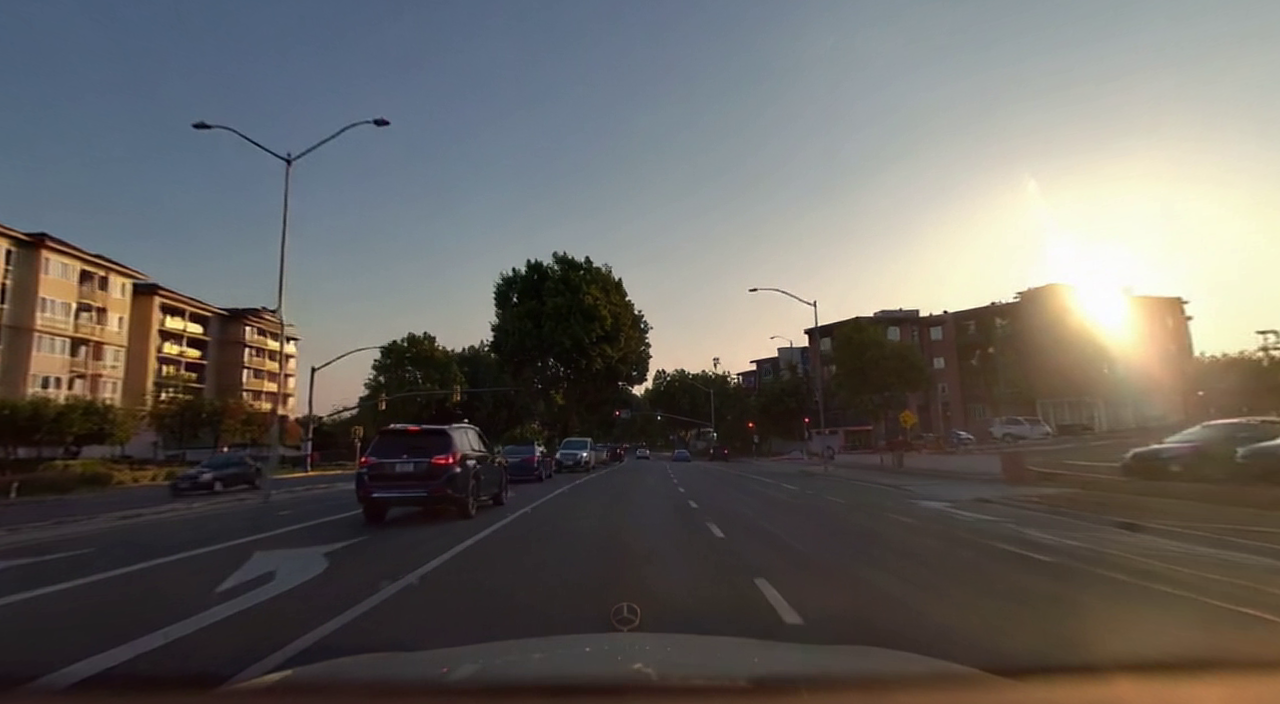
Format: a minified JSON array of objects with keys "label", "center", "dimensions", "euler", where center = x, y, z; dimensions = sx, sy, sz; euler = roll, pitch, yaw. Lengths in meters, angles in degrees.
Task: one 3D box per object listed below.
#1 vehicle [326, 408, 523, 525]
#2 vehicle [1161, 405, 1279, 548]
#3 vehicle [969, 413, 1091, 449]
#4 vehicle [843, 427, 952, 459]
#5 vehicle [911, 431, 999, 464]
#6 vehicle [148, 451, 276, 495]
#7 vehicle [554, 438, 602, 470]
[{"label":"vehicle","center":[-3.970,2.230,12.786],"dimensions":[2.220,1.888,4.904],"euler":[0,-8,0]},{"label":"vehicle","center":[10.002,1.570,8.164],"dimensions":[4.399,1.722,2.202],"euler":[-3,-9,18]},{"label":"vehicle","center":[23.134,4.739,37.672],"dimensions":[5.656,1.985,2.187],"euler":[-1,-9,3]},{"label":"vehicle","center":[15.601,5.558,38.514],"dimensions":[5.618,1.857,2.296],"euler":[0,-9,-2]},{"label":"vehicle","center":[14.753,4.503,29.929],"dimensions":[1.865,1.425,4.439],"euler":[0,-8,0]},{"label":"vehicle","center":[-15.979,4.509,23.895],"dimensions":[1.835,1.448,4.208],"euler":[0,-9,0]},{"label":"vehicle","center":[-3.482,5.822,36.152],"dimensions":[2.180,1.699,4.485],"euler":[0,-8,1]}]
